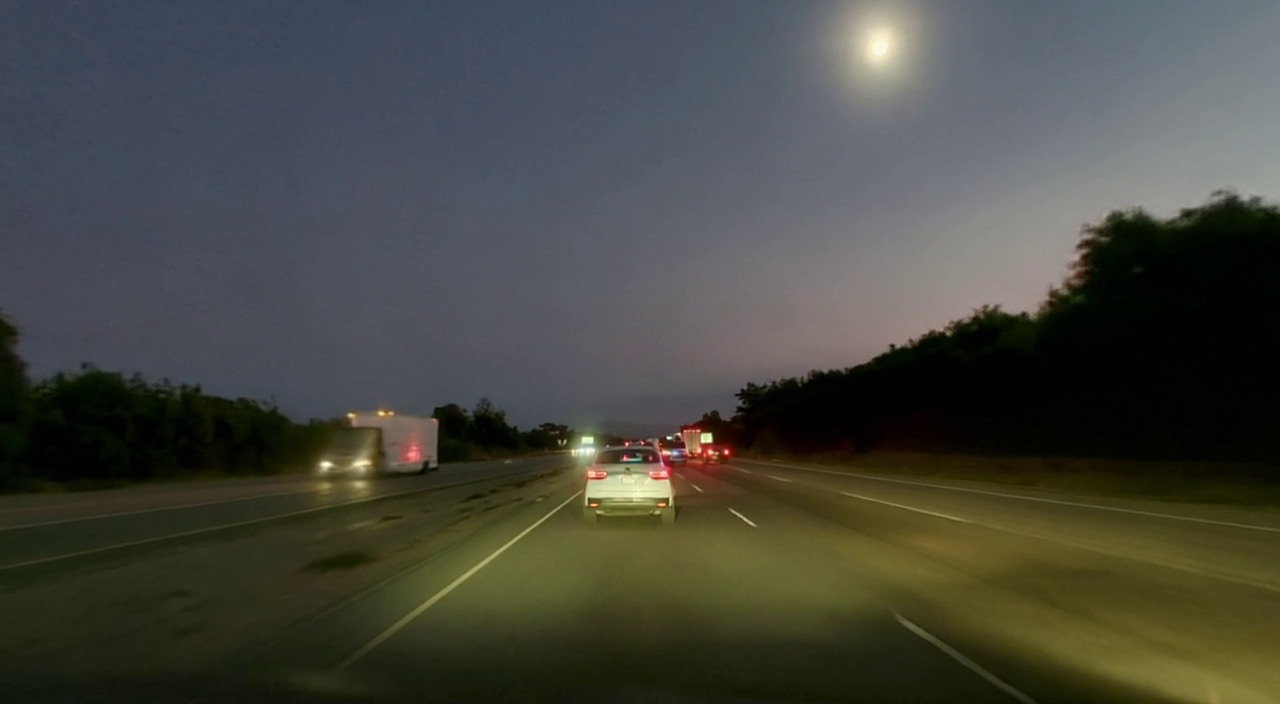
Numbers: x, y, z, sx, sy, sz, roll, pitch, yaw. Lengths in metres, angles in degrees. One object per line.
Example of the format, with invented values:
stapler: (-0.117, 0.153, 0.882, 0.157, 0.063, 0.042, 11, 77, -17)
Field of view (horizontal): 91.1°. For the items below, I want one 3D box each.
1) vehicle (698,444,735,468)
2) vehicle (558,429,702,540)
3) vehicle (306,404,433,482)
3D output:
vehicle: (4.931, 6.772, 41.081, 1.931, 1.516, 3.995, 0, -9, 0)
vehicle: (-0.165, 2.204, 11.016, 2.088, 1.580, 3.657, 0, -9, -1)
vehicle: (-13.300, 4.656, 31.888, 2.757, 3.414, 7.910, -1, -9, 1)
